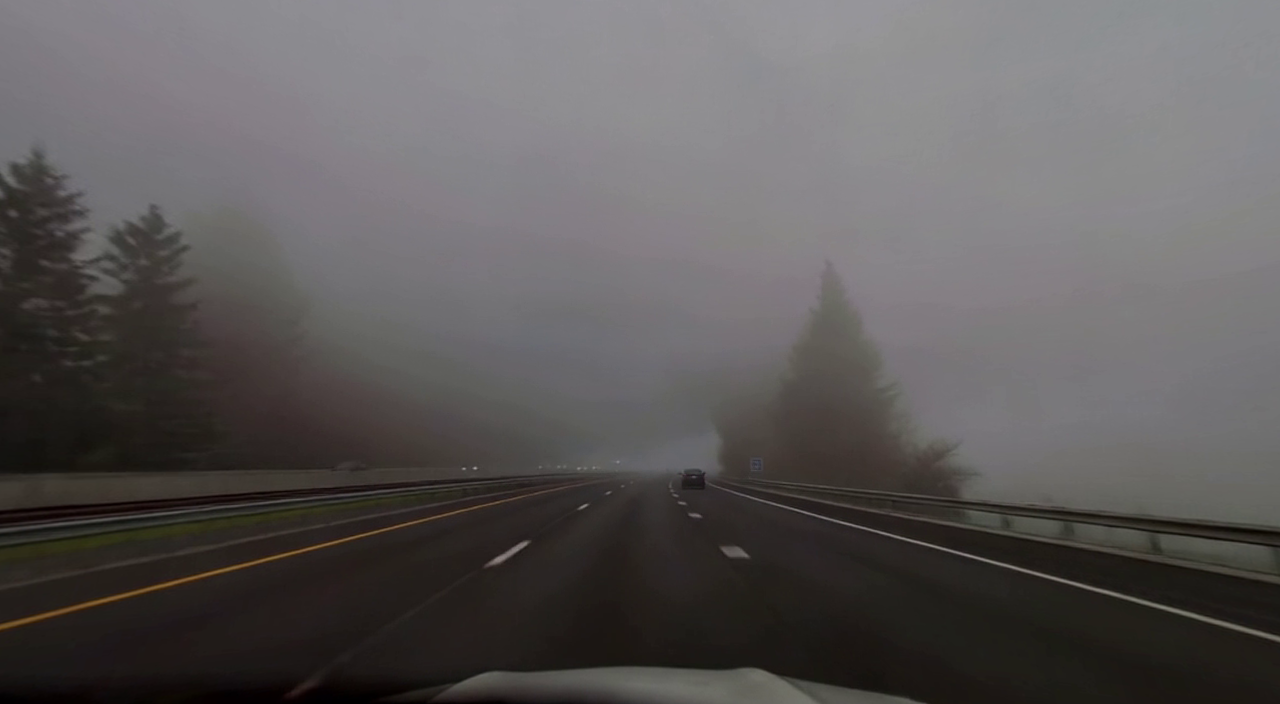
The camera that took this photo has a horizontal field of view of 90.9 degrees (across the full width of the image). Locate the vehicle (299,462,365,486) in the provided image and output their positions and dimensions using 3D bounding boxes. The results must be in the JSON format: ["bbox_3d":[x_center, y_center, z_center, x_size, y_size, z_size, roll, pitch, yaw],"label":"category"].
[{"bbox_3d":[-20.145,8.022,41.461,1.938,1.458,4.858,1,-11,-1],"label":"vehicle"}]
